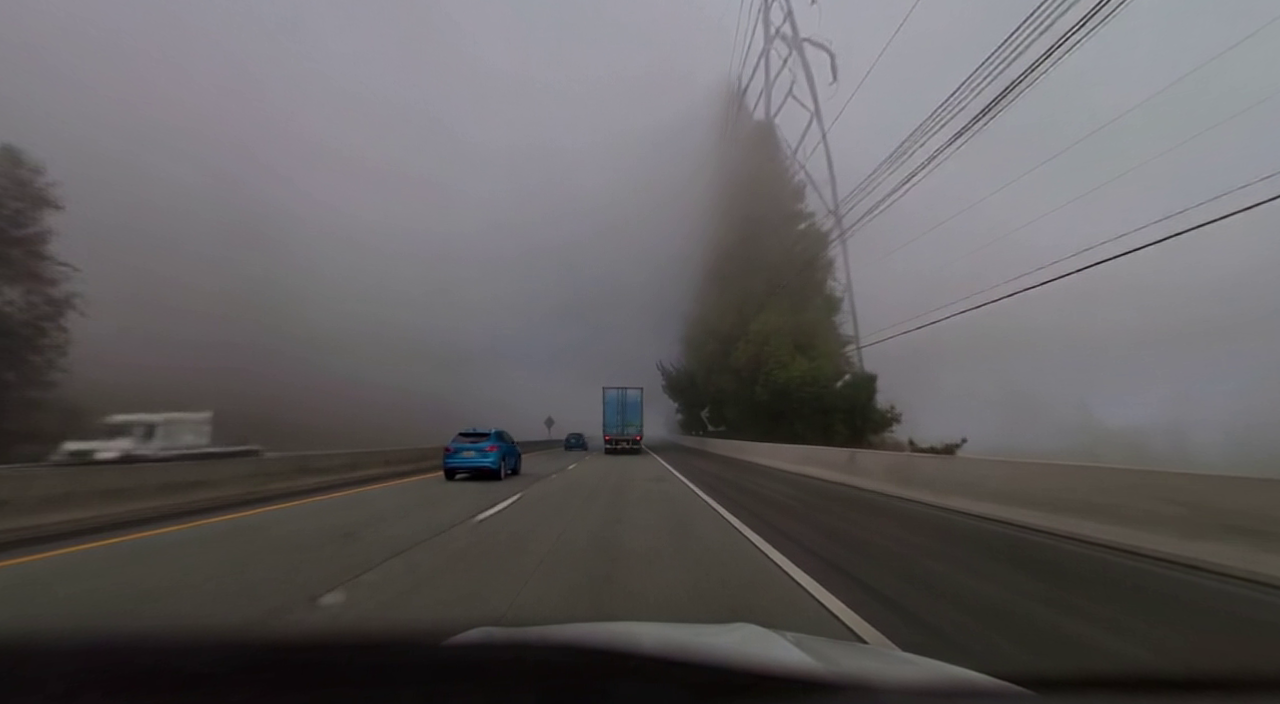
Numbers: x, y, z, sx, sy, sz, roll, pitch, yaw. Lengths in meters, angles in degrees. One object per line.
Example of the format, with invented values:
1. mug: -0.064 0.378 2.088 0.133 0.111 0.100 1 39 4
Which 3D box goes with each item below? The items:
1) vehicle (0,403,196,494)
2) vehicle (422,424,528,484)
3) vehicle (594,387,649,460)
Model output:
1. vehicle: -16.935 2.872 19.228 2.335 2.329 6.075 0 -8 0
2. vehicle: -4.936 3.107 19.567 2.117 1.618 4.480 0 -8 -1
3. vehicle: -1.119 4.458 38.438 2.955 3.851 9.915 0 -8 -2
